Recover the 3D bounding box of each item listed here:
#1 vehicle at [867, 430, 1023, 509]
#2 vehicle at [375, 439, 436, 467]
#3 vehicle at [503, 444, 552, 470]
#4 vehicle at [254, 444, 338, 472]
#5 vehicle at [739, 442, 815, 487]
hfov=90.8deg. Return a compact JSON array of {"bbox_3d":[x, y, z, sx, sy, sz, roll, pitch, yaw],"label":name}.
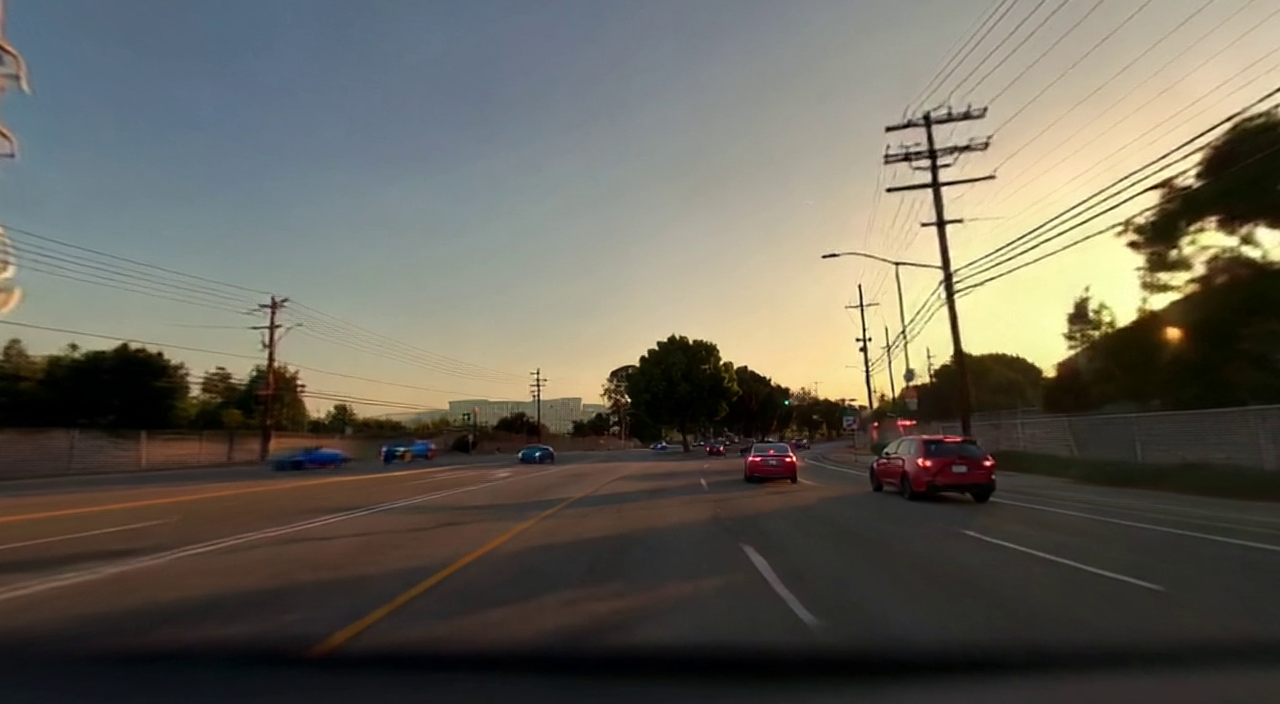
[{"bbox_3d":[7.787,3.025,16.734,2.029,1.795,4.371,0,-9,2],"label":"vehicle"},{"bbox_3d":[-15.825,6.827,42.920,1.948,1.772,4.491,-1,-9,8],"label":"vehicle"},{"bbox_3d":[-7.327,6.896,41.632,2.107,1.587,4.514,-1,-9,4],"label":"vehicle"},{"bbox_3d":[-19.945,6.138,36.925,1.859,1.500,4.753,-1,-9,6],"label":"vehicle"},{"bbox_3d":[4.836,4.034,23.011,2.035,1.460,4.392,-1,-8,4],"label":"vehicle"}]
